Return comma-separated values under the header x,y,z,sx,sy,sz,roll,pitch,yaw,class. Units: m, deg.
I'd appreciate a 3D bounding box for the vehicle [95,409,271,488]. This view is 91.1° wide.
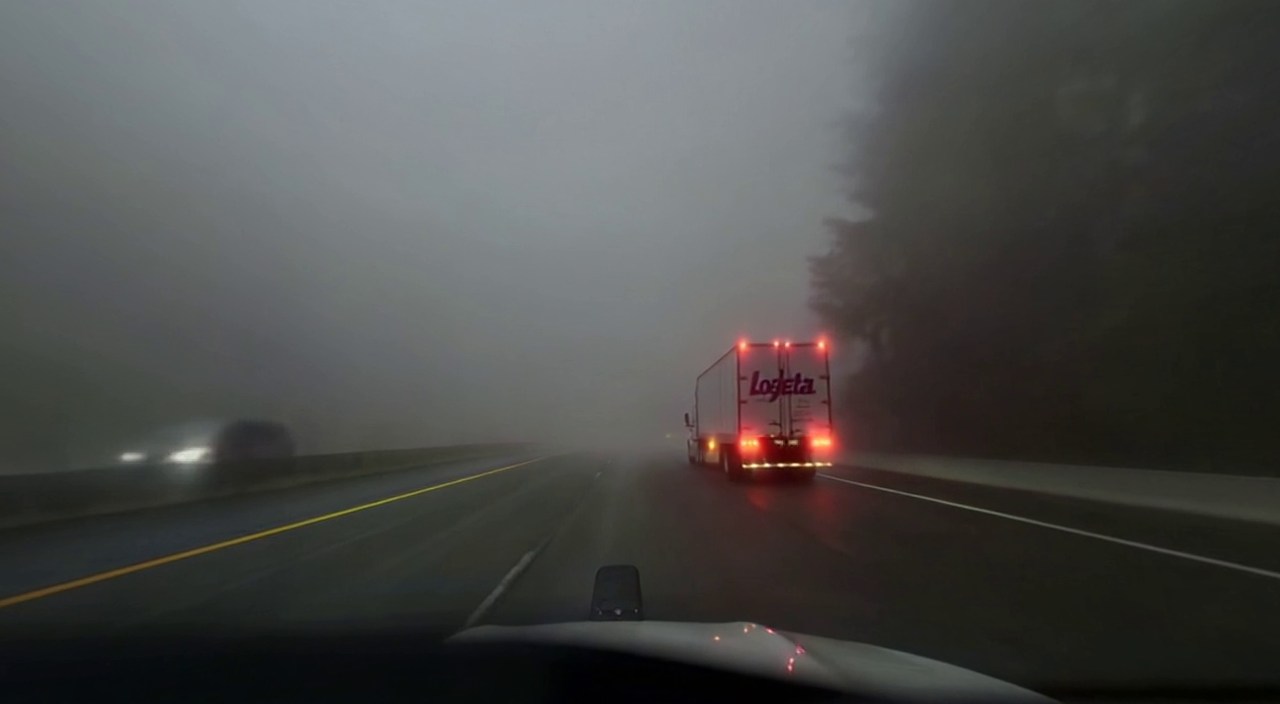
x,y,z,sx,sy,sz,roll,pitch,yaw,class
-17.005,3.619,23.963,2.269,2.622,5.867,0,-8,-1,vehicle

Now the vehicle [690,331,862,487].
x,y,z,sx,sy,sz,roll,pitch,yaw,class
4.040,2.400,23.200,2.920,4.029,13.900,0,-8,-1,vehicle
